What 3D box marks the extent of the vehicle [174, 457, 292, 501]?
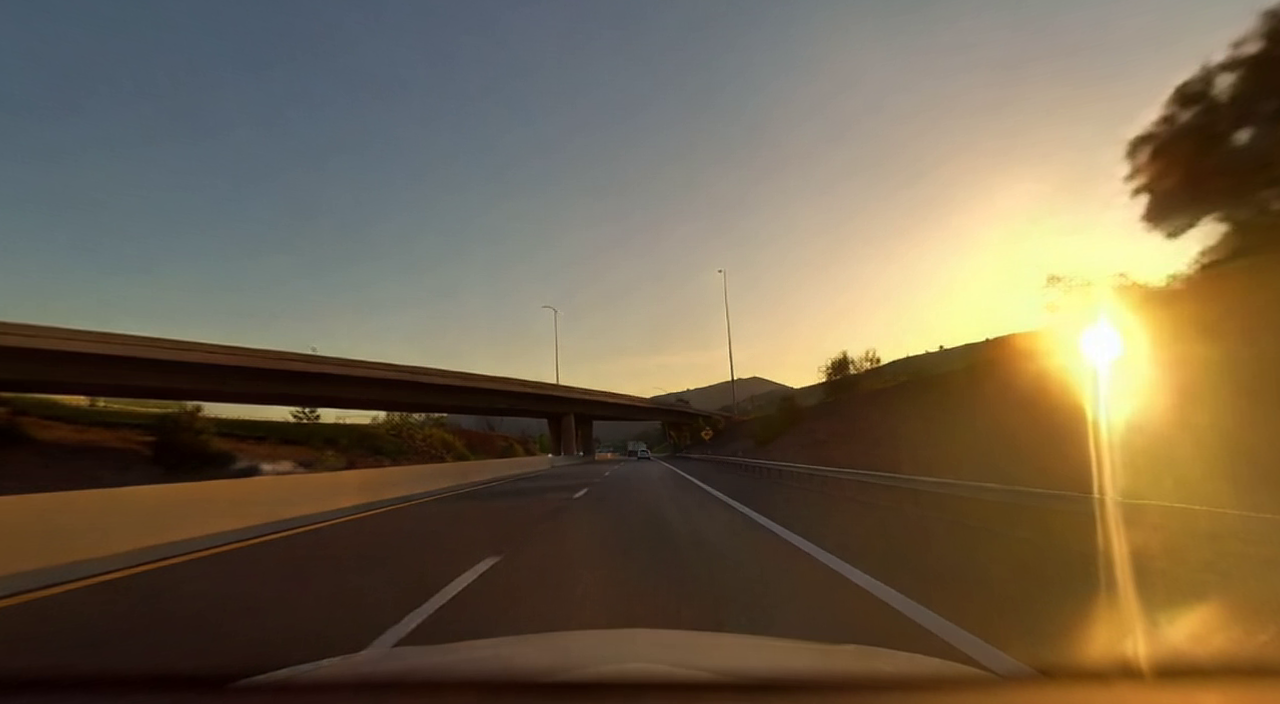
[{"bbox_3d":[-15.246,4.741,23.933,1.768,1.452,4.110,0,-9,-1],"label":"vehicle"}]
